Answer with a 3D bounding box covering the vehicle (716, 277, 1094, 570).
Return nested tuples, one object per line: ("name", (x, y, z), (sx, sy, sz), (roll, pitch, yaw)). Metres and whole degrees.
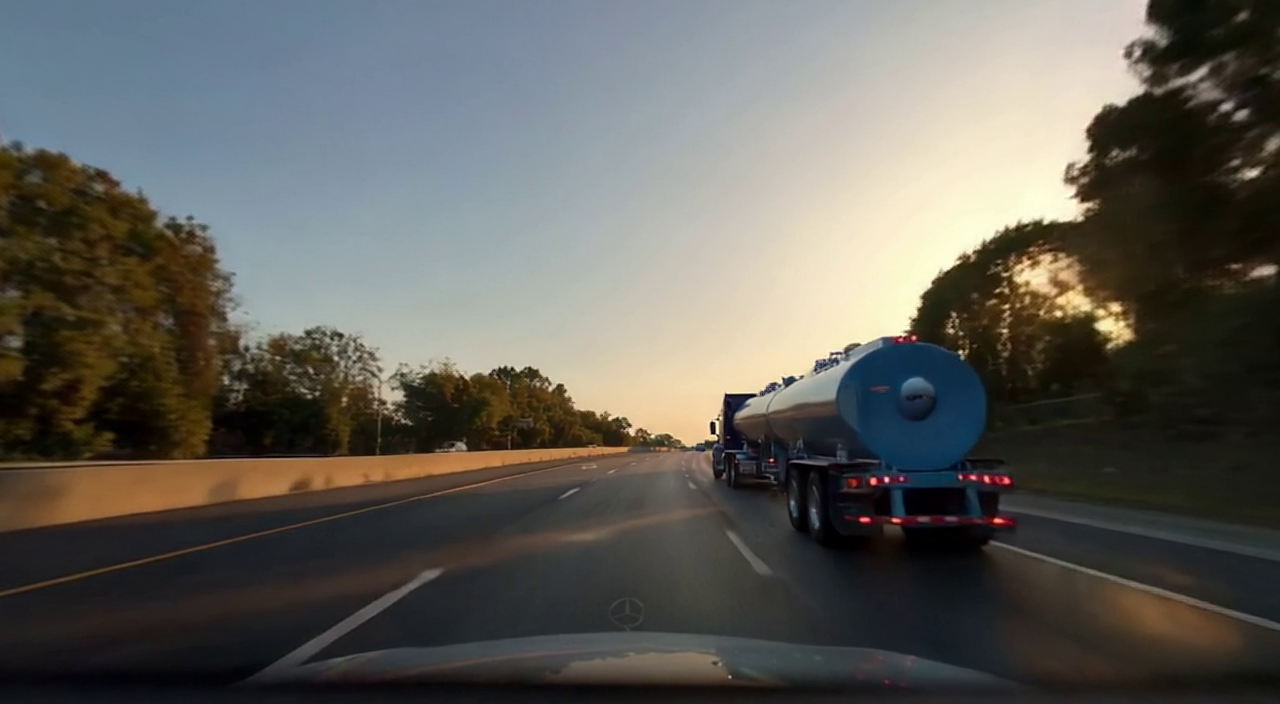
("vehicle", (4.074, 1.880, 14.965), (2.880, 3.624, 14.397), (0, -8, 1))
